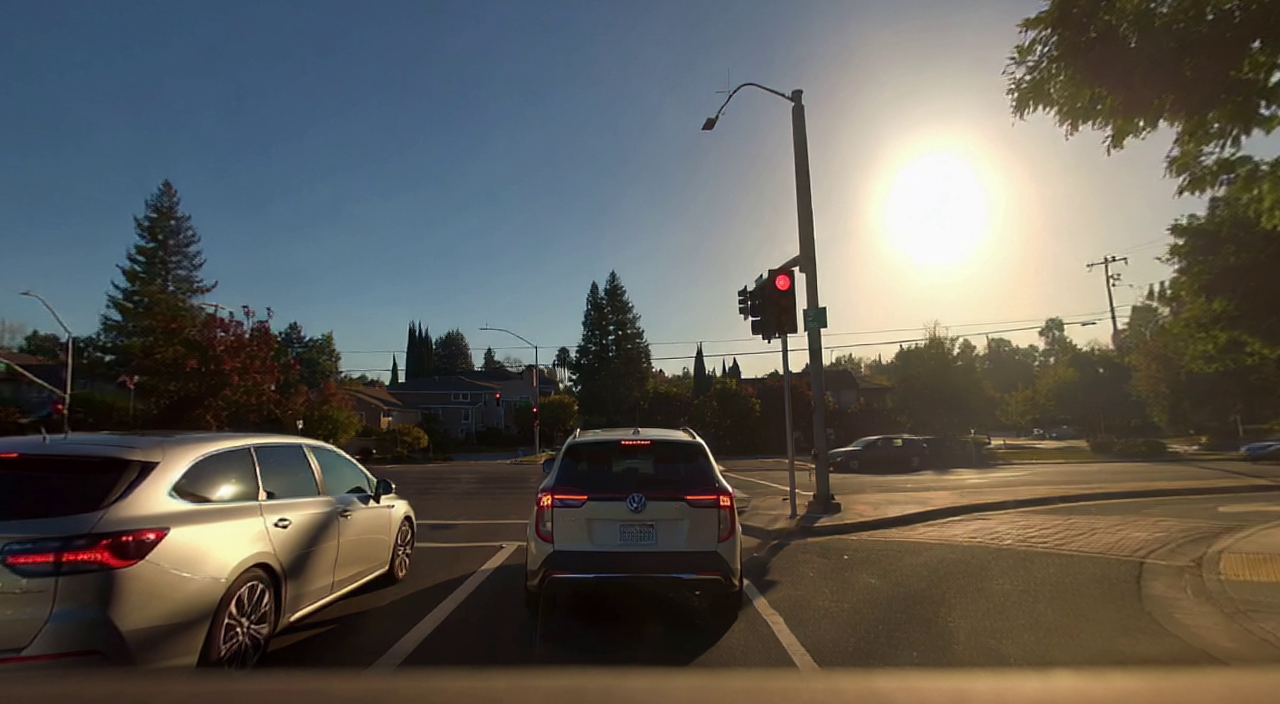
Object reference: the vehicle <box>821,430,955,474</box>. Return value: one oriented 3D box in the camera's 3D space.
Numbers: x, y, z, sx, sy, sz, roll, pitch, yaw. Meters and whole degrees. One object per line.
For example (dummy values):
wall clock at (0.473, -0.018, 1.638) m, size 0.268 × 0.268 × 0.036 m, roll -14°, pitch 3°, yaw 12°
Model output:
vehicle at (10.481, 4.260, 27.019) m, size 4.887 × 1.769 × 2.035 m, roll -1°, pitch -9°, yaw 6°

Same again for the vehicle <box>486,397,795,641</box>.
vehicle at (-0.136, 1.469, 6.559) m, size 2.154 × 1.670 × 4.140 m, roll 1°, pitch -9°, yaw -4°

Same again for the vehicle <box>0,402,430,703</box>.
vehicle at (-3.291, 1.273, 4.711) m, size 2.035 × 1.492 × 4.415 m, roll 0°, pitch -9°, yaw -2°
